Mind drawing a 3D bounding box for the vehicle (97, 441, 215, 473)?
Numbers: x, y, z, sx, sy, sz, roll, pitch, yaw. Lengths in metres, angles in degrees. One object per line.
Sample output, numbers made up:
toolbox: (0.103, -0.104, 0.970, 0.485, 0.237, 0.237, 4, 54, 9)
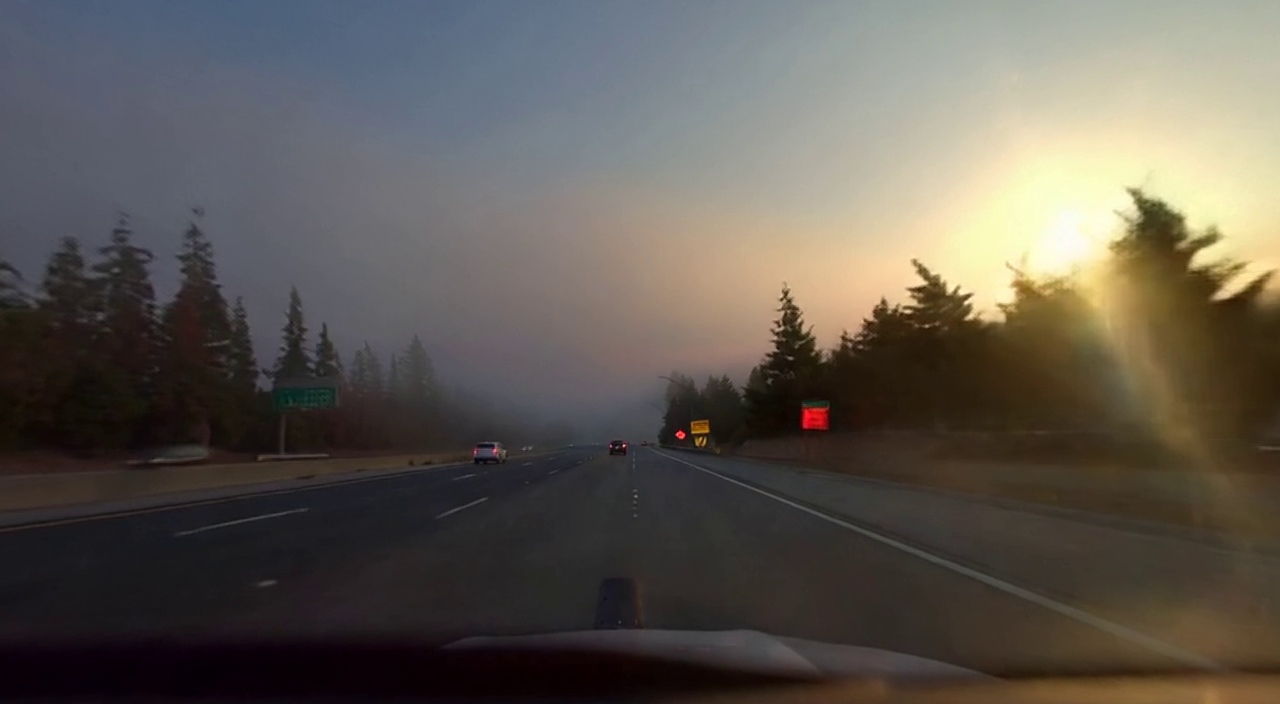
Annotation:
vehicle: (-27.380, 5.946, 36.049, 2.174, 1.694, 5.802, 0, -8, -1)
